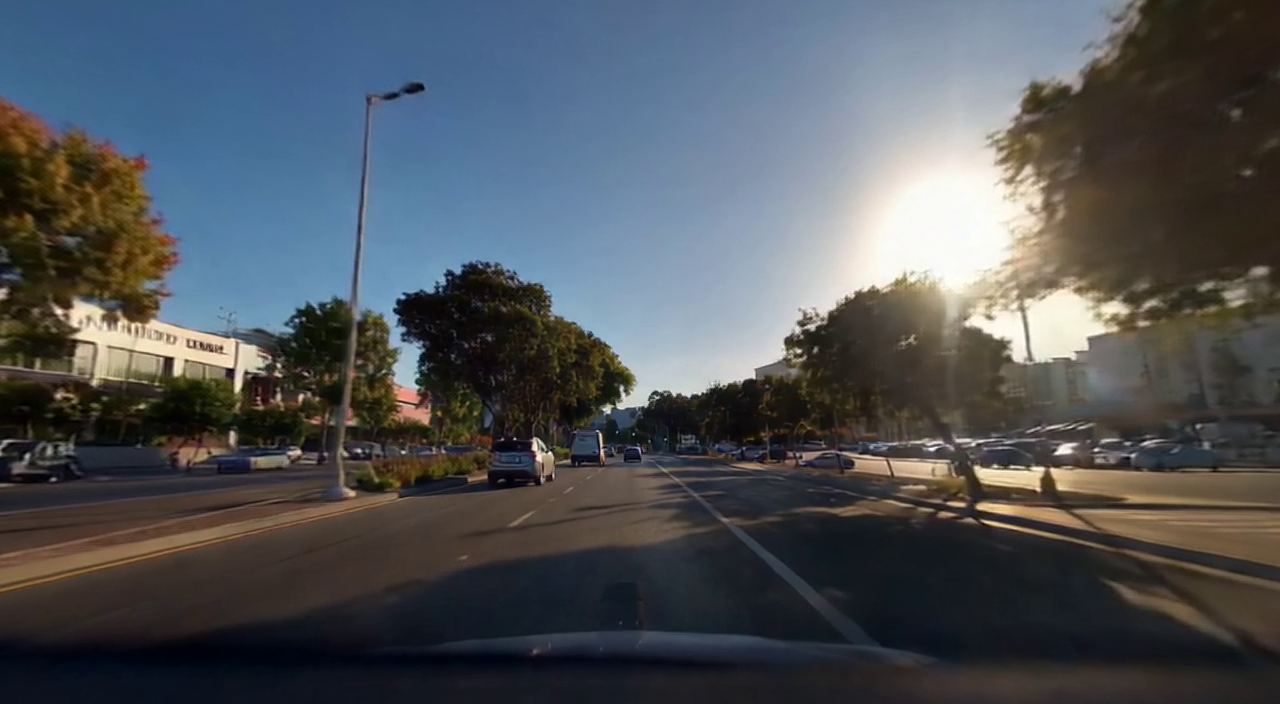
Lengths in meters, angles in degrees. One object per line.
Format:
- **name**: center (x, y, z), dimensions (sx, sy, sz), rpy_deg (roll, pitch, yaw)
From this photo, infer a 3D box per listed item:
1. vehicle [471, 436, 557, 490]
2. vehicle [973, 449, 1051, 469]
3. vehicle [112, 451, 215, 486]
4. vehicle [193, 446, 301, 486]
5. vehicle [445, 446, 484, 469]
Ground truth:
- **vehicle**: center (-4.252, 3.826, 22.047), dimensions (2.109, 1.672, 4.256), rpy_deg (0, -9, 0)
- **vehicle**: center (28.847, 8.295, 48.891), dimensions (4.754, 1.499, 1.955), rpy_deg (0, -9, 1)
- **vehicle**: center (-23.036, 5.611, 30.620), dimensions (1.836, 1.582, 4.075), rpy_deg (1, -9, -1)
- **vehicle**: center (-19.204, 5.553, 31.105), dimensions (2.108, 1.770, 4.992), rpy_deg (0, -9, 0)
- **vehicle**: center (-12.712, 7.651, 45.792), dimensions (1.760, 1.567, 3.930), rpy_deg (1, -9, -1)
